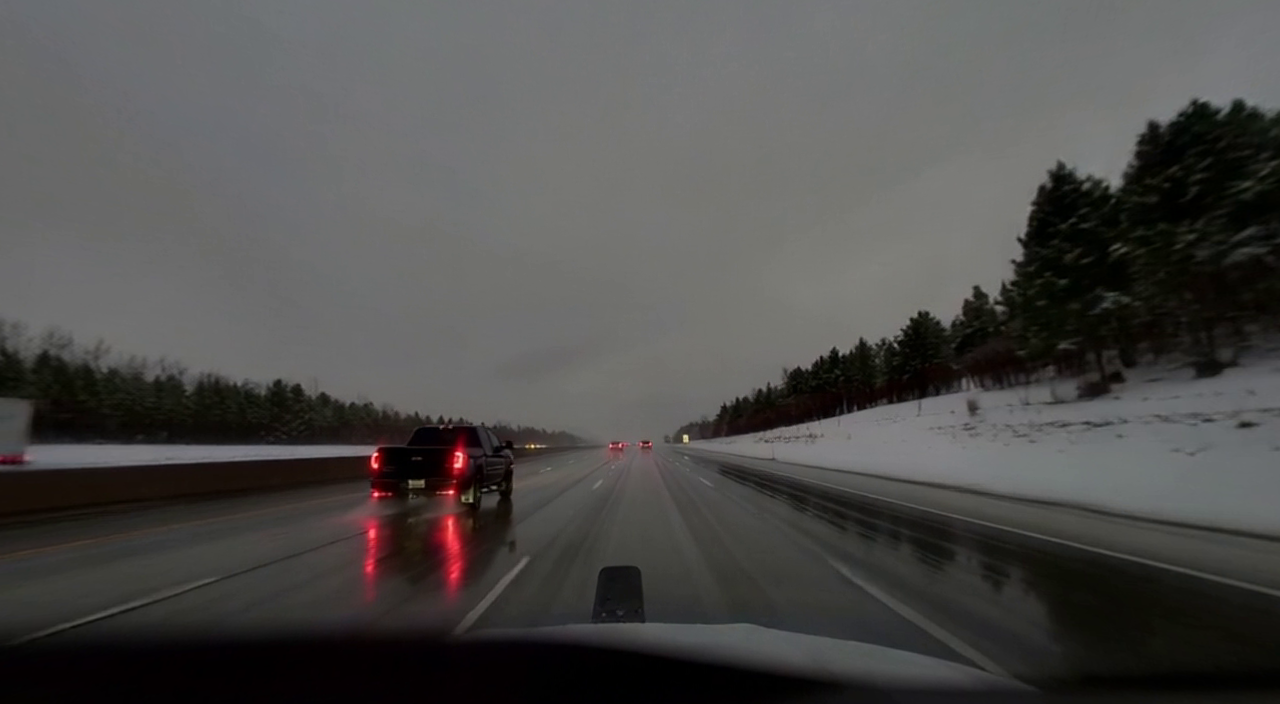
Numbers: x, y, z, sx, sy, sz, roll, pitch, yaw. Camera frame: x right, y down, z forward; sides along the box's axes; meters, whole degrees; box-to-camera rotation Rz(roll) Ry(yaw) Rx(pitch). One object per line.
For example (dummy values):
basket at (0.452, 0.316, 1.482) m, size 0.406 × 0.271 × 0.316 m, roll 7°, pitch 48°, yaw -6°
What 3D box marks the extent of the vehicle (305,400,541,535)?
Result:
vehicle at (-3.558, 2.061, 11.875) m, size 2.379 × 1.918 × 5.504 m, roll 0°, pitch -8°, yaw 1°
